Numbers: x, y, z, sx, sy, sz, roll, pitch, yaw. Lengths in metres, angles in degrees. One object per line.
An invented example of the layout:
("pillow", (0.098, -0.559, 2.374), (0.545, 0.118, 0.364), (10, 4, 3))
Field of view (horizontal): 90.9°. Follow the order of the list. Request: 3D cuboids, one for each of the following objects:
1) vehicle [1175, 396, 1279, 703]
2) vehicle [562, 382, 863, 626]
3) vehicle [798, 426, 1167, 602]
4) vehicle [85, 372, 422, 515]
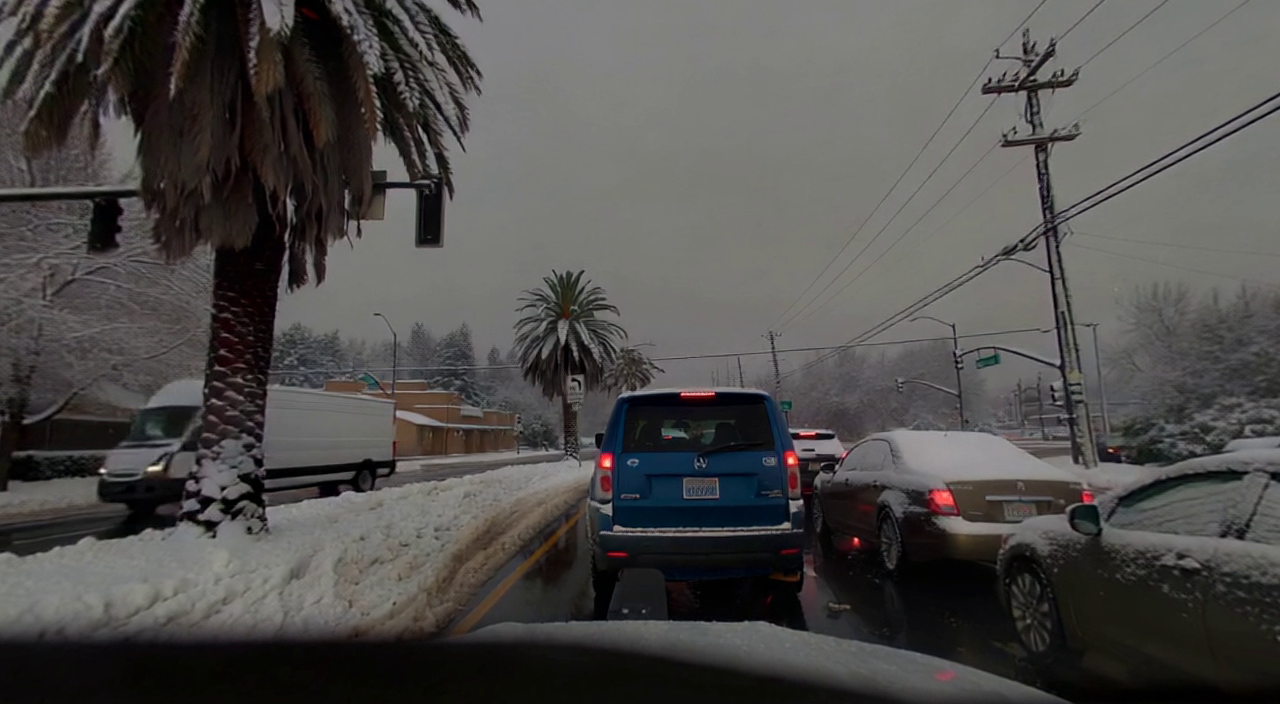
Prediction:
("vehicle", (3.365, 0.651, 0.664), (1.805, 1.485, 4.348), (0, -9, 1))
("vehicle", (0.461, 1.438, 6.880), (2.228, 1.780, 4.269), (0, -9, -2))
("vehicle", (3.440, 1.686, 7.503), (1.895, 1.456, 4.255), (0, -9, -2))
("vehicle", (-12.764, 3.367, 23.190), (2.973, 3.889, 11.535), (-2, -9, 14))
